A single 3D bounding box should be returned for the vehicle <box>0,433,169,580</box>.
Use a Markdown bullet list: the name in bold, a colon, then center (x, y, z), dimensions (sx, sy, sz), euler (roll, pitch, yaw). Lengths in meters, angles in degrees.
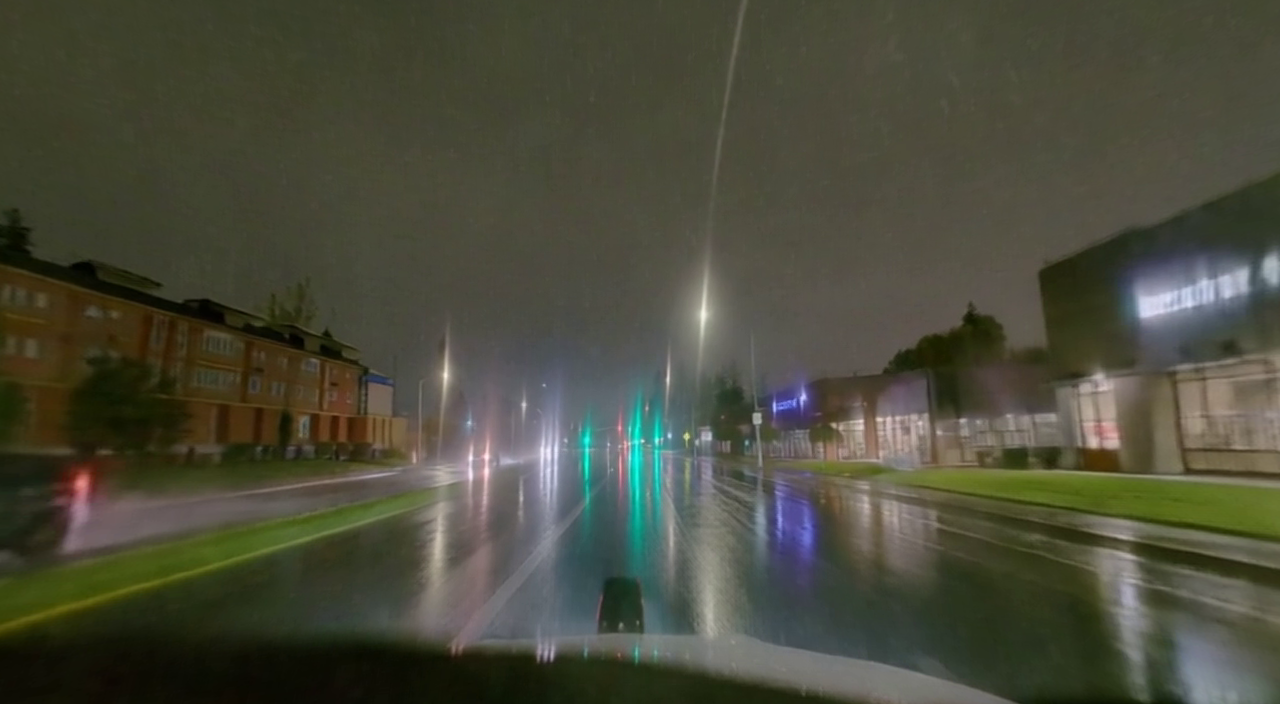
- **vehicle**: center (-7.623, 1.680, 6.640), dimensions (2.011, 1.490, 4.472), euler (-4, -10, -2)
